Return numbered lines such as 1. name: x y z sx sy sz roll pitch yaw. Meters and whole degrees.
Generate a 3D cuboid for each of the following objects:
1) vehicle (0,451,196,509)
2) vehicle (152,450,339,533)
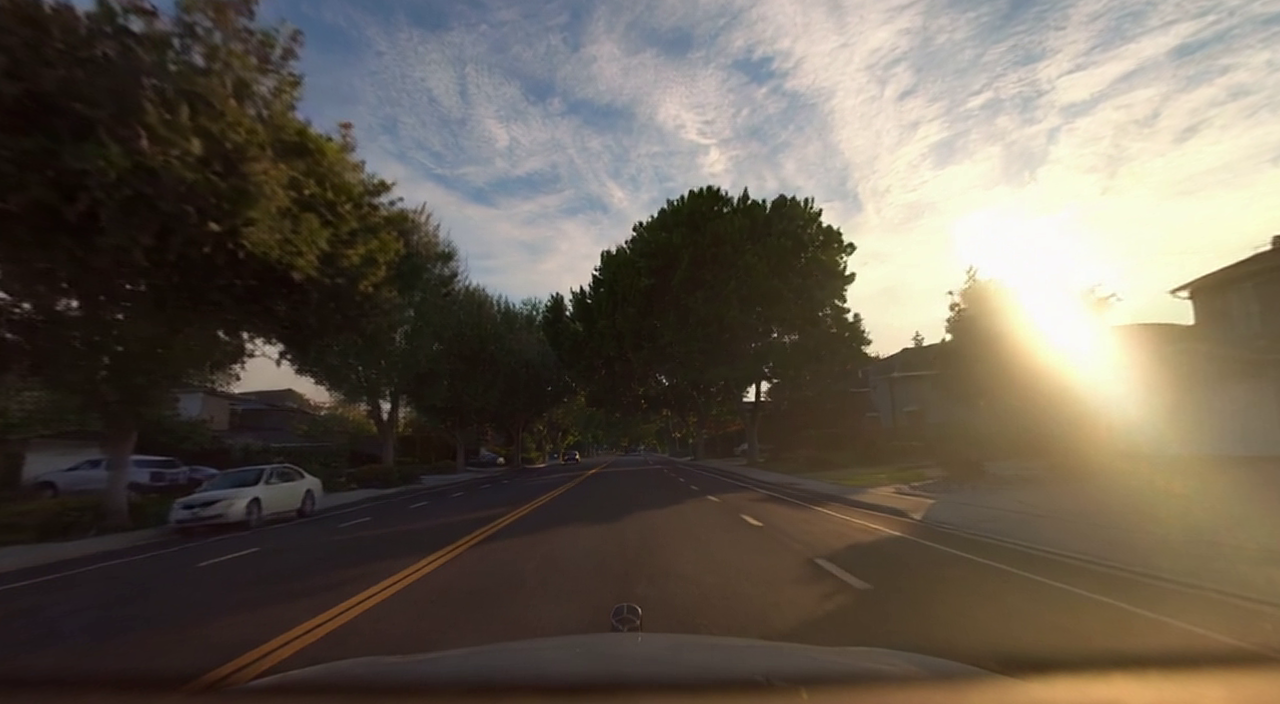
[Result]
1. vehicle: -19.527 4.598 23.002 4.802 1.868 2.395 0 -8 -2
2. vehicle: -9.625 3.364 15.944 1.931 1.465 4.683 -5 -7 -3
